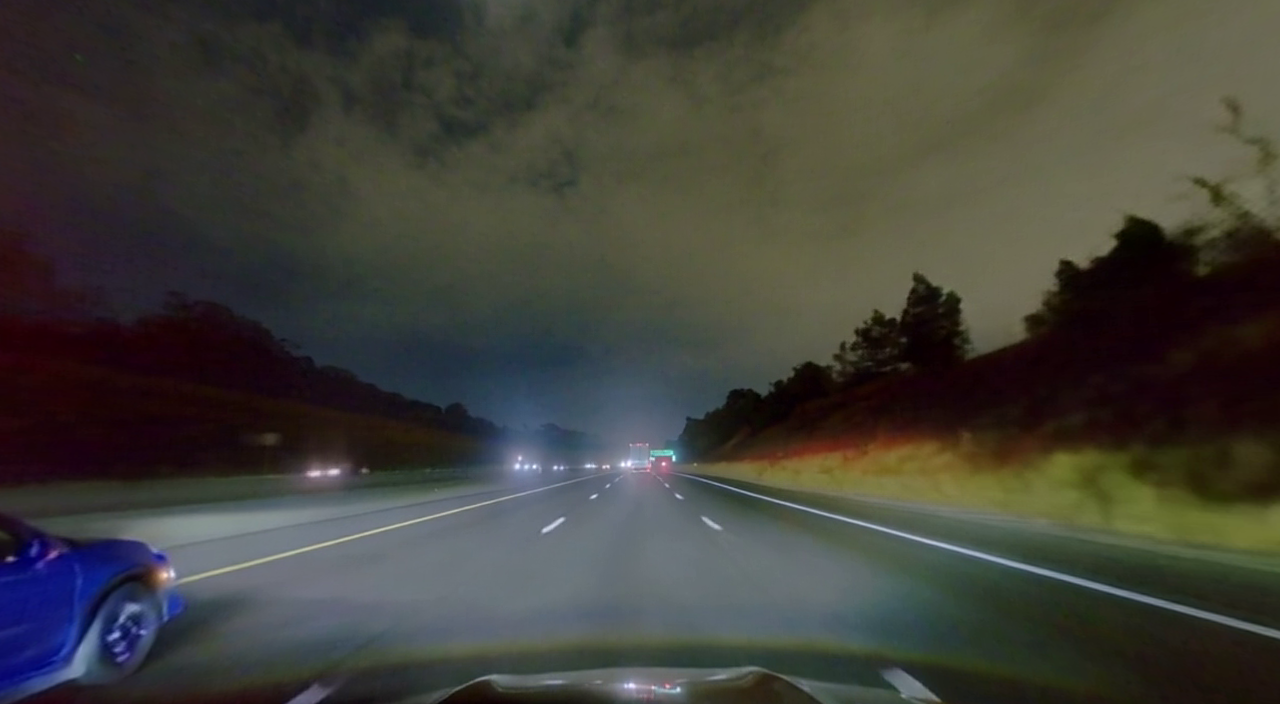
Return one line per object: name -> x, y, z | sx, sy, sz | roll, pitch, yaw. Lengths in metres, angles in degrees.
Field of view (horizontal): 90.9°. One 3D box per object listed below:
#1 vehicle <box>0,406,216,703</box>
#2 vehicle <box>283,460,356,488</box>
vehicle -> -3.187, 0.717, 0.956 | 2.016, 1.506, 4.387 | 1, -11, -1
vehicle -> -18.645, 7.127, 36.905 | 1.838, 1.452, 4.566 | 1, -11, 1
